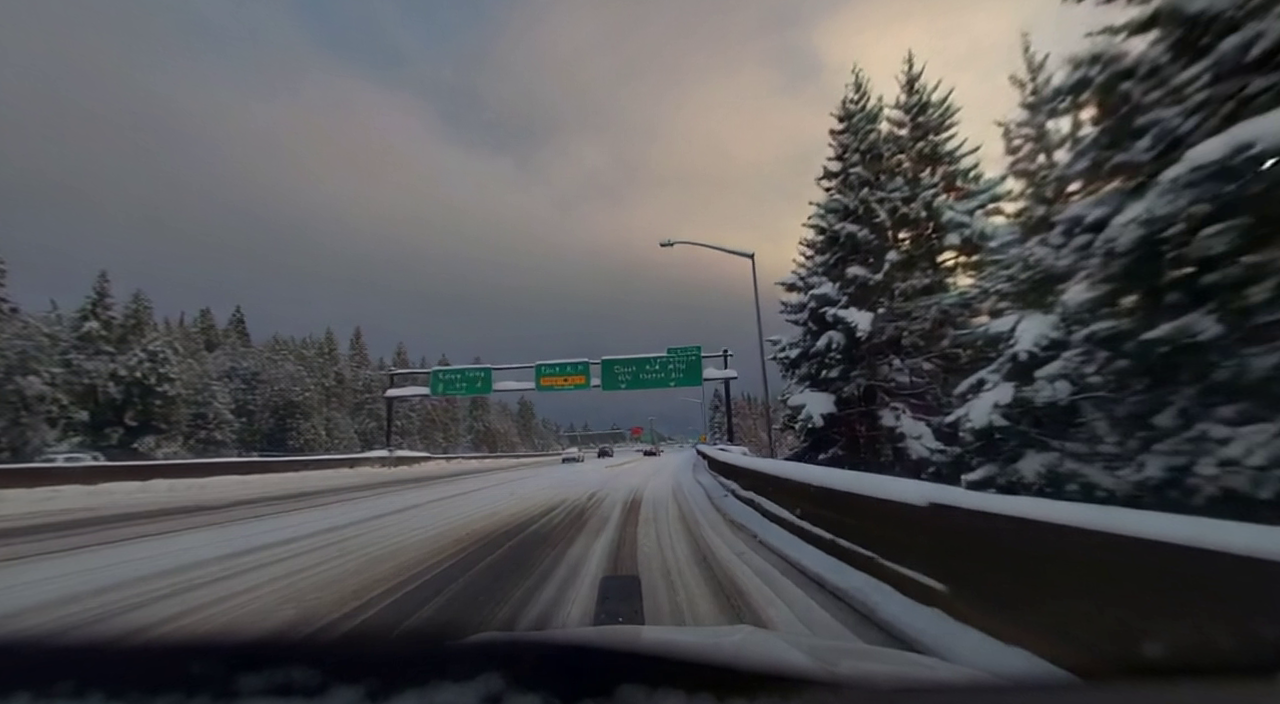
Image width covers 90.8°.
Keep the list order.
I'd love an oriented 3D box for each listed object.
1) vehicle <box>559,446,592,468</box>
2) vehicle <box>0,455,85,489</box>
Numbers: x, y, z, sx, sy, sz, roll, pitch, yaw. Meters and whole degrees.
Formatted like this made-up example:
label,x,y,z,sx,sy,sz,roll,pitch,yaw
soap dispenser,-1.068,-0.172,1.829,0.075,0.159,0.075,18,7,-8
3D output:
label,x,y,z,sx,sy,sz,roll,pitch,yaw
vehicle,-4.748,7.852,47.276,2.271,1.537,4.029,0,-9,-3
vehicle,-34.699,6.757,35.839,2.189,1.710,4.614,-1,-9,1
